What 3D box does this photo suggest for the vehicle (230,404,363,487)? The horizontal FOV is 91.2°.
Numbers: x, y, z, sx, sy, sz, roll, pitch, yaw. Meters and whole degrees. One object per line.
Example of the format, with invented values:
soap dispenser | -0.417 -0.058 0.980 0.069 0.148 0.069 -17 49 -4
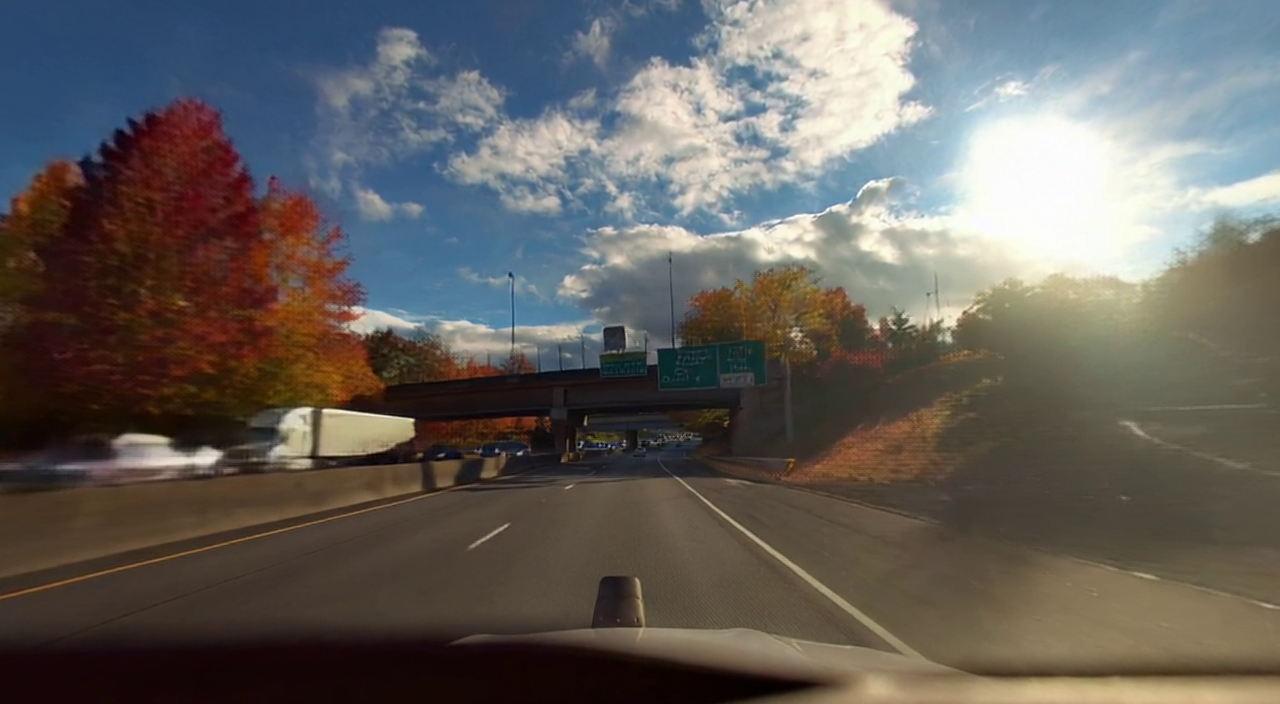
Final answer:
vehicle | -17.408 4.837 32.423 3.114 3.820 6.284 0 -9 0
